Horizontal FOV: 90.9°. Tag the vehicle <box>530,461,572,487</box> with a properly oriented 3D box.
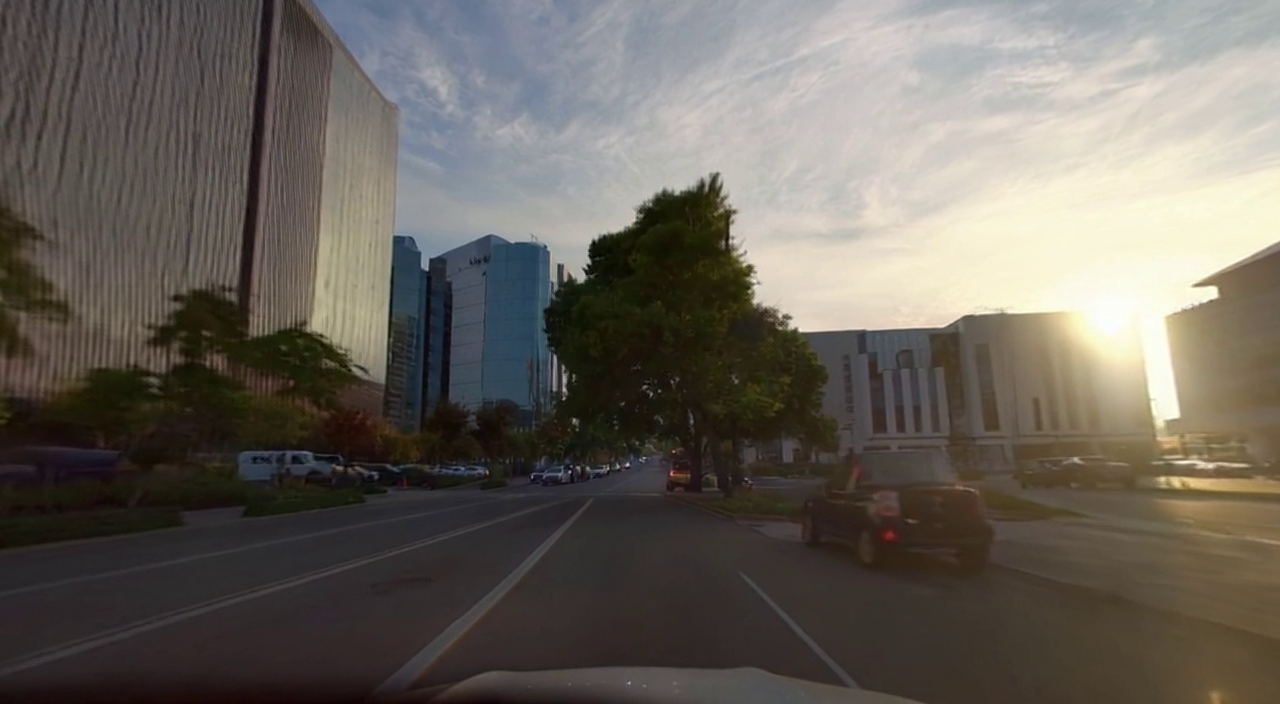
[{"bbox_3d":[-6.623,9.151,47.437,2.043,1.778,4.602,-2,-10,5],"label":"vehicle"}]

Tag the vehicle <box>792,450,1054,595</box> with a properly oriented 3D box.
[{"bbox_3d":[3.417,2.132,8.518,1.899,1.470,3.666,0,-10,2],"label":"vehicle"}]

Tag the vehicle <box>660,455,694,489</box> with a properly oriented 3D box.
[{"bbox_3d":[2.382,7.816,41.196,2.064,2.010,4.791,0,-10,2],"label":"vehicle"}]
